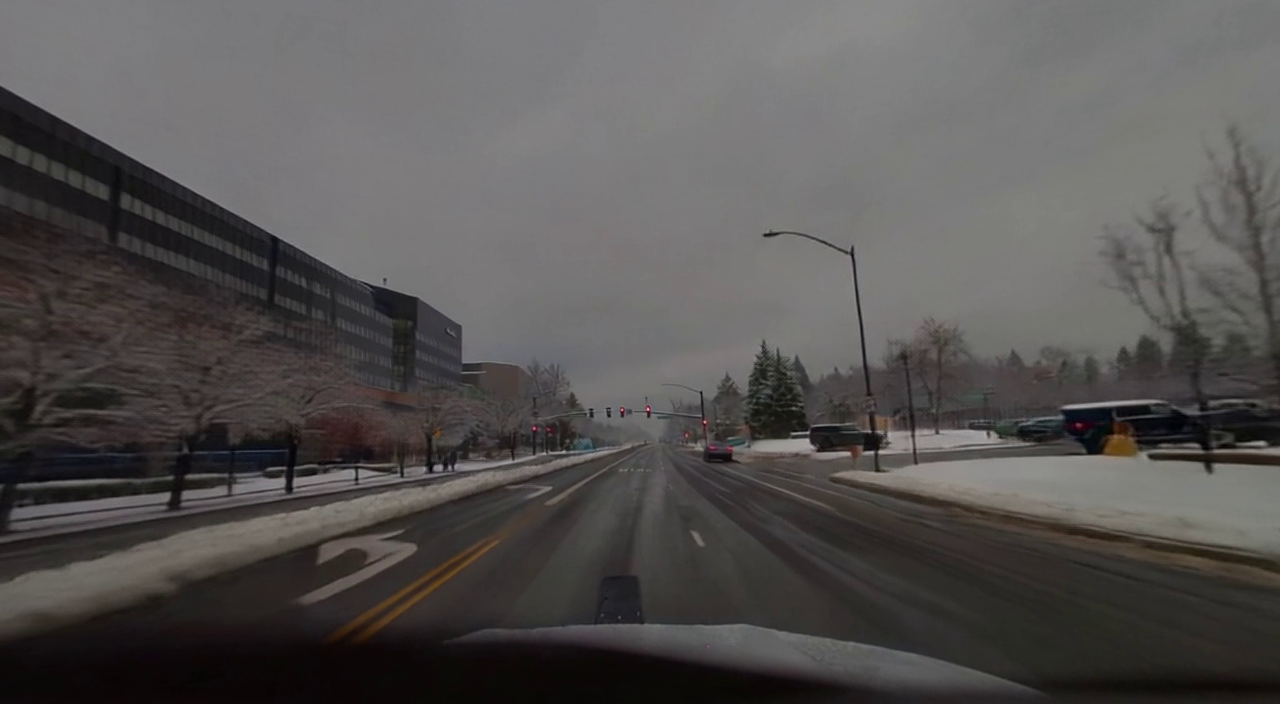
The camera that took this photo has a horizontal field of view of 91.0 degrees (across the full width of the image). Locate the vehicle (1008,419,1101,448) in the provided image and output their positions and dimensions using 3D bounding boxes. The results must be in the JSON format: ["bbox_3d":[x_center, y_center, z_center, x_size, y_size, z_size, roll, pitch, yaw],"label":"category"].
[{"bbox_3d":[23.938,4.779,36.592,1.943,1.531,4.579,1,-9,-7],"label":"vehicle"}]

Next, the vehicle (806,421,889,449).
[{"bbox_3d":[16.025,6.483,48.803,5.546,2.117,2.443,0,-9,0],"label":"vehicle"}]

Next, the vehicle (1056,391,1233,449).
[{"bbox_3d":[17.254,2.457,21.938,2.059,1.788,4.708,0,-8,-3],"label":"vehicle"}]
